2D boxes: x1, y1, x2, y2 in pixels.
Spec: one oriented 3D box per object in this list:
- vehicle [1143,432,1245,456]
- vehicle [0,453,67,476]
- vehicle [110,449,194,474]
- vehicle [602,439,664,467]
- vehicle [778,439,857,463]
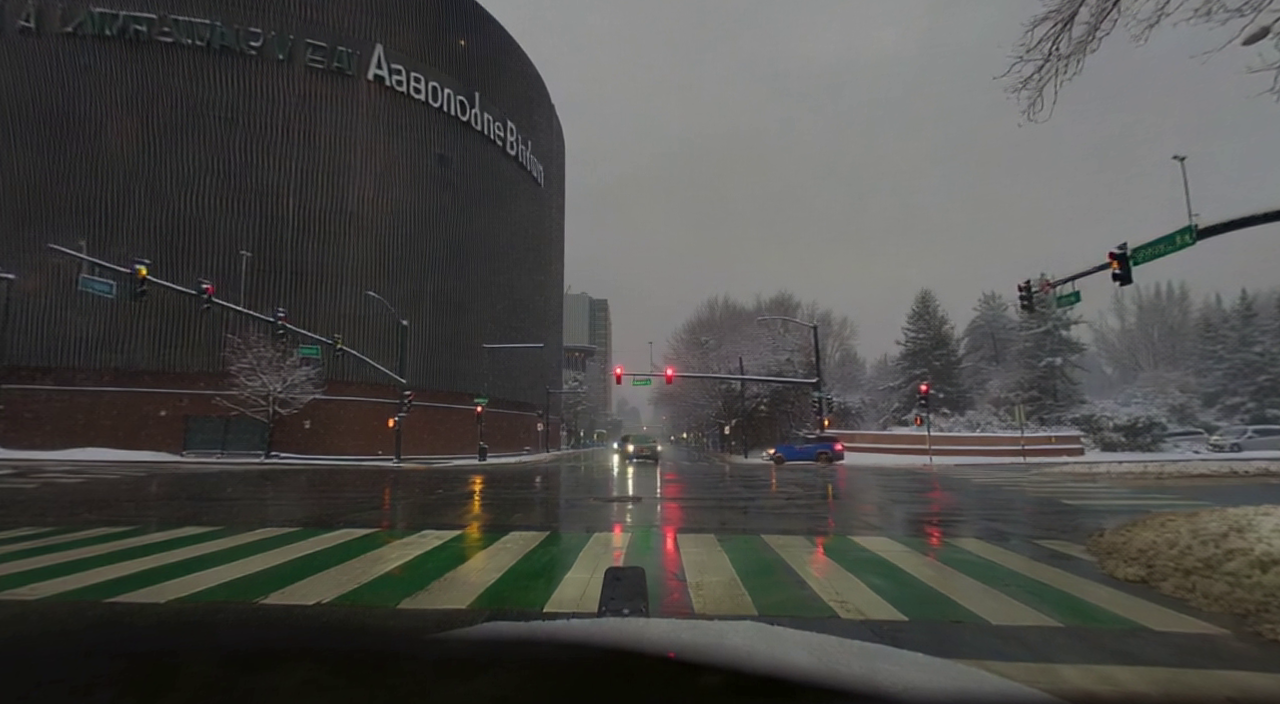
[{"bbox_3d":[36.149,6.016,41.205,4.767,1.456,1.858,0,-8,3],"label":"vehicle"},{"bbox_3d":[-41.657,7.631,42.770,3.698,1.467,1.779,0,-8,1],"label":"vehicle"},{"bbox_3d":[-33.073,7.403,42.756,4.136,1.661,1.857,0,-8,1],"label":"vehicle"},{"bbox_3d":[-0.494,5.634,35.274,2.280,1.454,4.836,2,-9,-16],"label":"vehicle"},{"bbox_3d":[11.085,6.209,39.680,4.529,1.457,1.981,-2,-9,10],"label":"vehicle"}]
